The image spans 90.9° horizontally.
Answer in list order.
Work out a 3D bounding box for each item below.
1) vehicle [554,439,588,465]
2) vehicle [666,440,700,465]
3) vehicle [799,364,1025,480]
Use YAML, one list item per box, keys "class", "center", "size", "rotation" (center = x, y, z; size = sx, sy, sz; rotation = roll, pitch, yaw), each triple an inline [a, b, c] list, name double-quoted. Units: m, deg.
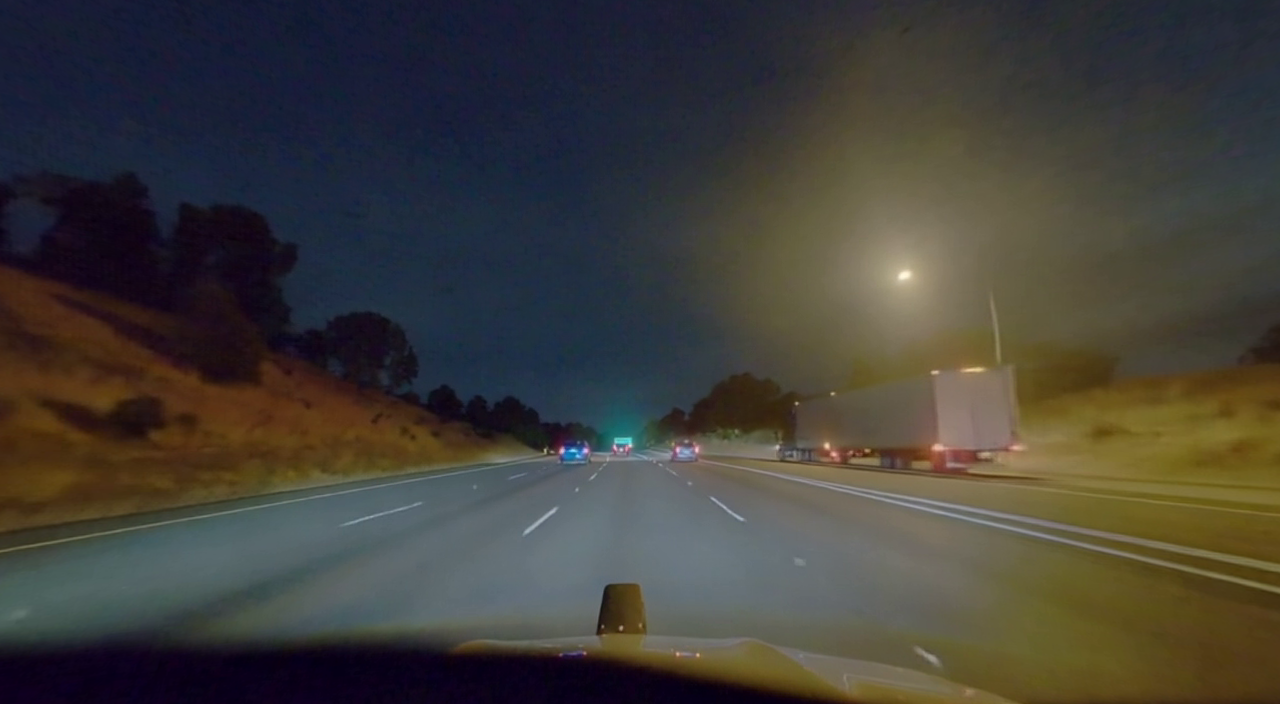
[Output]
- class: "vehicle"
  center: [-5.077, 7.464, 47.225]
  size: [2.120, 1.855, 4.619]
  rotation: [0, -8, -1]
- class: "vehicle"
  center: [3.066, 7.230, 45.525]
  size: [1.995, 1.712, 4.206]
  rotation: [0, -8, -3]
- class: "vehicle"
  center: [11.783, 3.713, 30.786]
  size: [2.953, 4.129, 16.568]
  rotation: [0, -8, -3]
